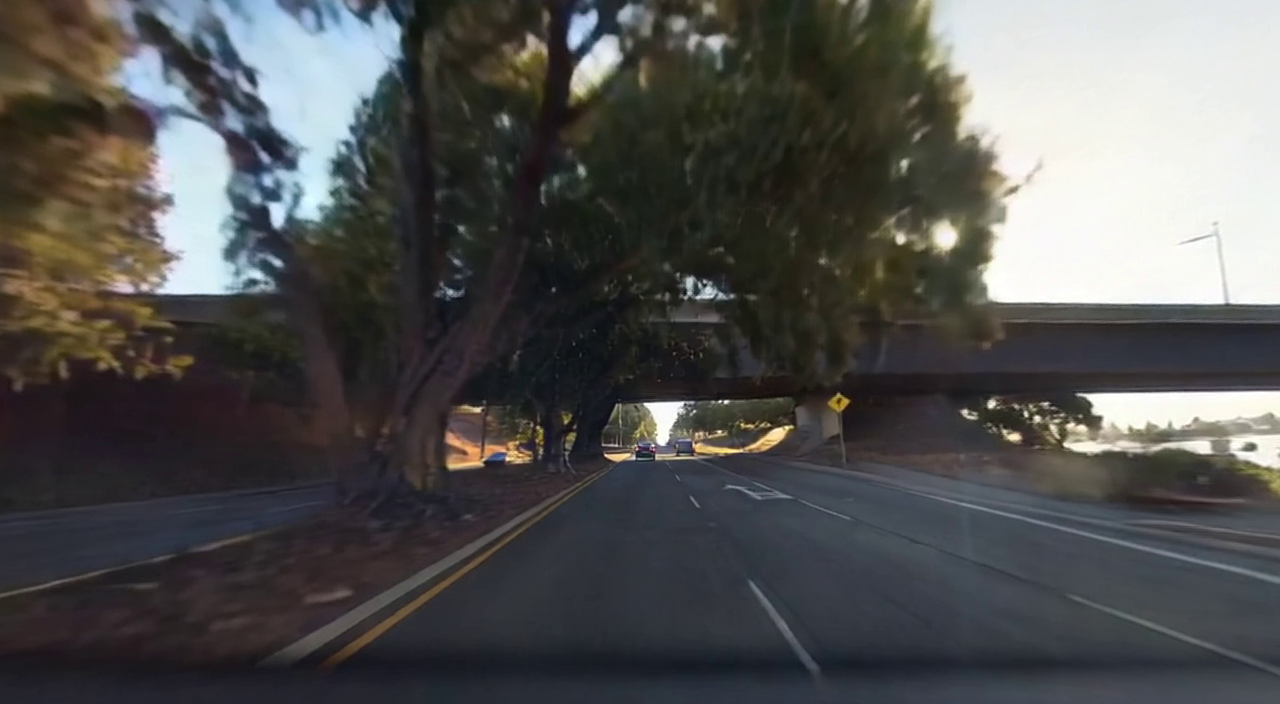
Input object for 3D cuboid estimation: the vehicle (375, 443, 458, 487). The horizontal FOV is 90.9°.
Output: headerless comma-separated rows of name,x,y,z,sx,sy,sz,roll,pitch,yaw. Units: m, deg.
vehicle,-10.436,5.275,29.902,2.144,1.835,4.733,1,-8,0
